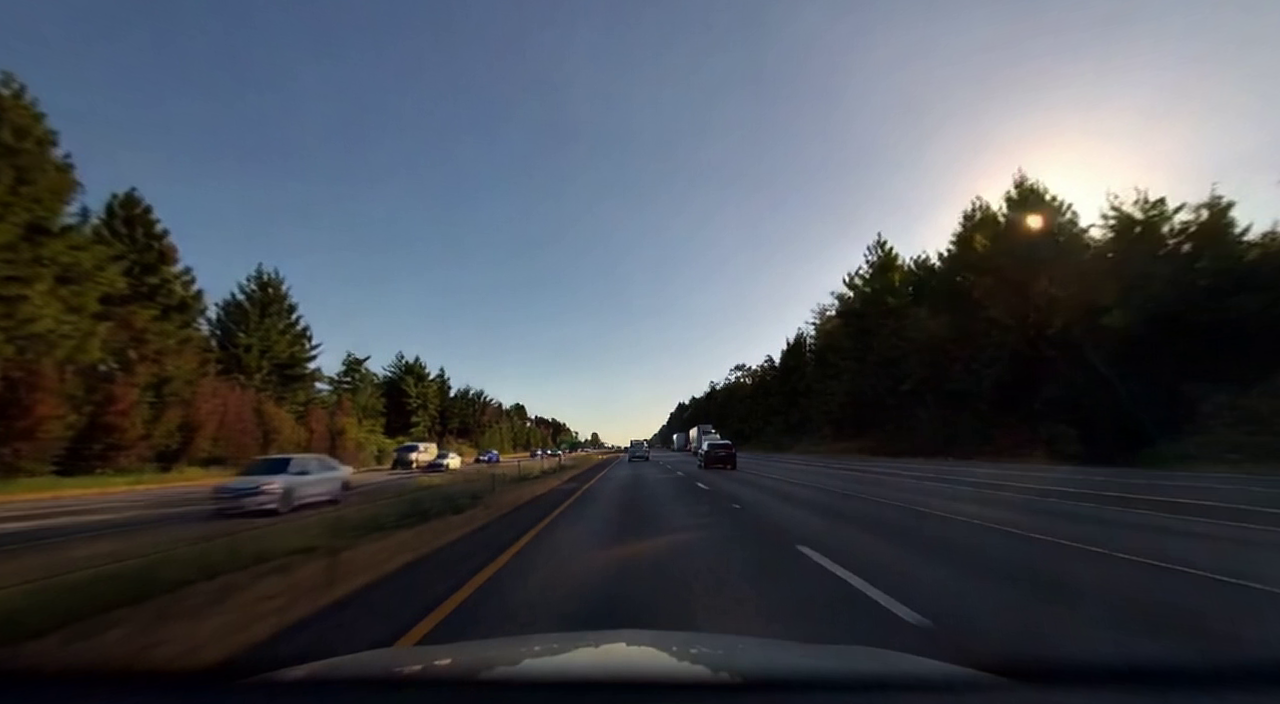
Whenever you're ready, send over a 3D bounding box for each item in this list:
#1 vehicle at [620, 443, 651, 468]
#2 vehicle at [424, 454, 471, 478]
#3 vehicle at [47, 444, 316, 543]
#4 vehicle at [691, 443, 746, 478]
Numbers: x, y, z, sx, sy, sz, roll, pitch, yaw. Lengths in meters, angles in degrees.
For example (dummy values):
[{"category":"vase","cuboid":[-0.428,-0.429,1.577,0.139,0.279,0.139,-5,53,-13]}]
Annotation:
[{"category":"vehicle","cuboid":[-0.345,7.351,44.820,2.114,1.706,4.106,0,-9,-1]},{"category":"vehicle","cuboid":[-12.573,7.452,41.267,1.827,1.492,3.878,0,-9,0]},{"category":"vehicle","cuboid":[-8.723,2.680,12.643,1.945,1.578,4.576,0,-9,0]},{"category":"vehicle","cuboid":[3.704,5.220,30.424,2.025,1.534,4.179,0,-9,-1]}]
